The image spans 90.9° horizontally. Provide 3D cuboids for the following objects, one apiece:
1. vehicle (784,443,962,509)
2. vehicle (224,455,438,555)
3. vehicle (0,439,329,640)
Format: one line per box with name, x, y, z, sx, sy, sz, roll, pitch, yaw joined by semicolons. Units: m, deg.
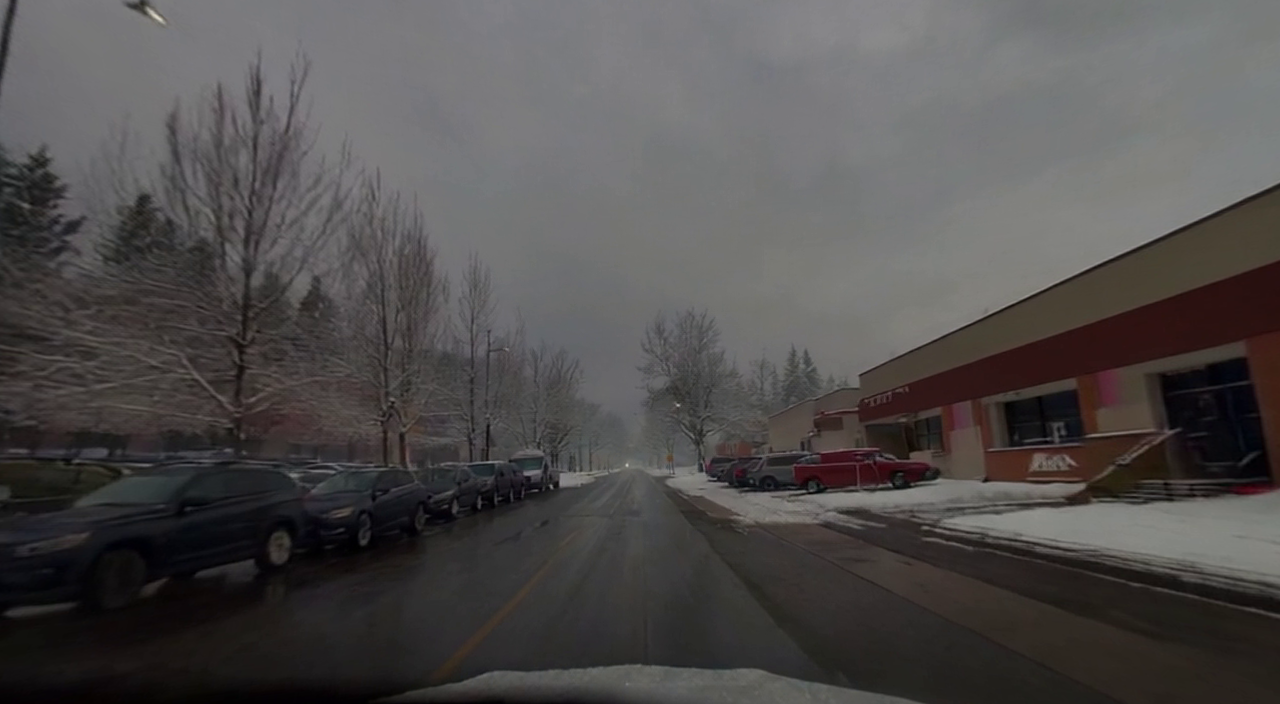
vehicle;6.414;3.476;17.732;4.193;1.665;1.924;1;-11;-1
vehicle;-5.664;2.864;12.297;1.939;1.565;4.185;0;-11;2
vehicle;-5.733;1.952;7.462;1.832;1.623;4.424;1;-11;-1
